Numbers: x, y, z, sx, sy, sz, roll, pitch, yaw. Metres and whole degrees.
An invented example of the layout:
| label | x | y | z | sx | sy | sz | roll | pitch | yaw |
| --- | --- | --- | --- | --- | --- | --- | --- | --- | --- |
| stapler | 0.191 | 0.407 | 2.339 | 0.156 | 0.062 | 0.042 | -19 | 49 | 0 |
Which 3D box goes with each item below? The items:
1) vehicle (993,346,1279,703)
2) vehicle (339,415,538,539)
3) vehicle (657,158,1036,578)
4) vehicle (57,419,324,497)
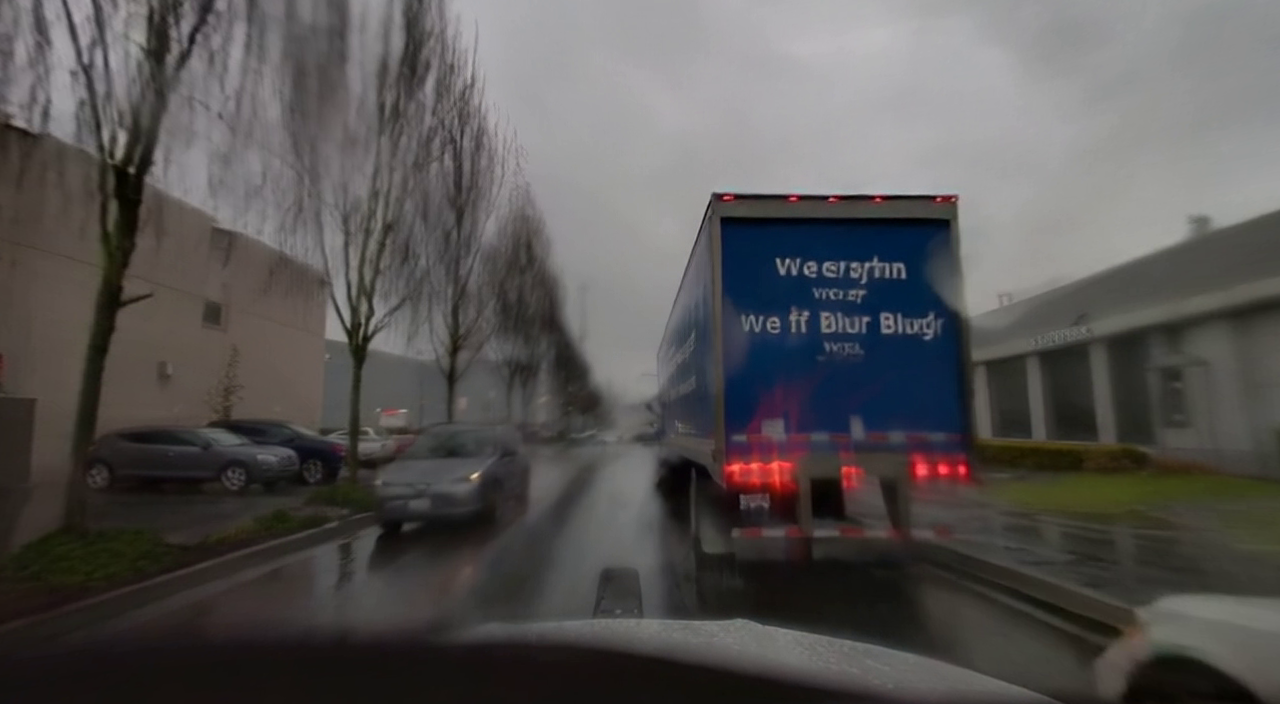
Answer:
| label | x | y | z | sx | sy | sz | roll | pitch | yaw |
| --- | --- | --- | --- | --- | --- | --- | --- | --- | --- |
| vehicle | 2.442 | 0.658 | 0.737 | 1.866 | 1.531 | 3.579 | 0 | -8 | -2 |
| vehicle | -2.779 | 1.797 | 9.718 | 1.780 | 1.488 | 4.043 | 0 | -8 | -1 |
| vehicle | 2.137 | 1.058 | 13.325 | 2.865 | 4.113 | 14.471 | 0 | -8 | -1 |
| vehicle | -9.106 | 2.176 | 13.129 | 4.015 | 1.461 | 1.903 | 1 | -8 | -5 |
